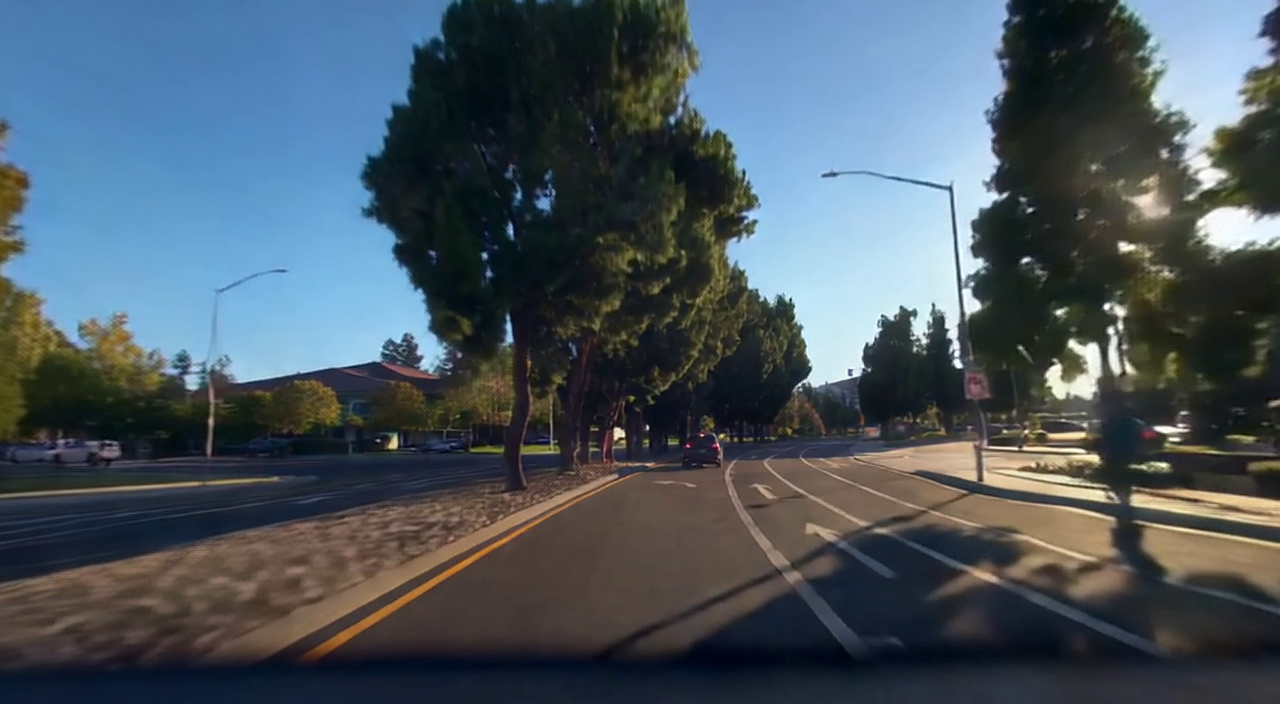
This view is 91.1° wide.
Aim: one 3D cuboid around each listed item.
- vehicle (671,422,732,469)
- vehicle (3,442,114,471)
[{"bbox_3d":[2.987,4.340,29.161,2.371,1.926,5.615,-2,-9,10],"label":"vehicle"},{"bbox_3d":[-37.702,6.755,40.844,4.636,1.790,2.178,2,-9,-15],"label":"vehicle"}]
